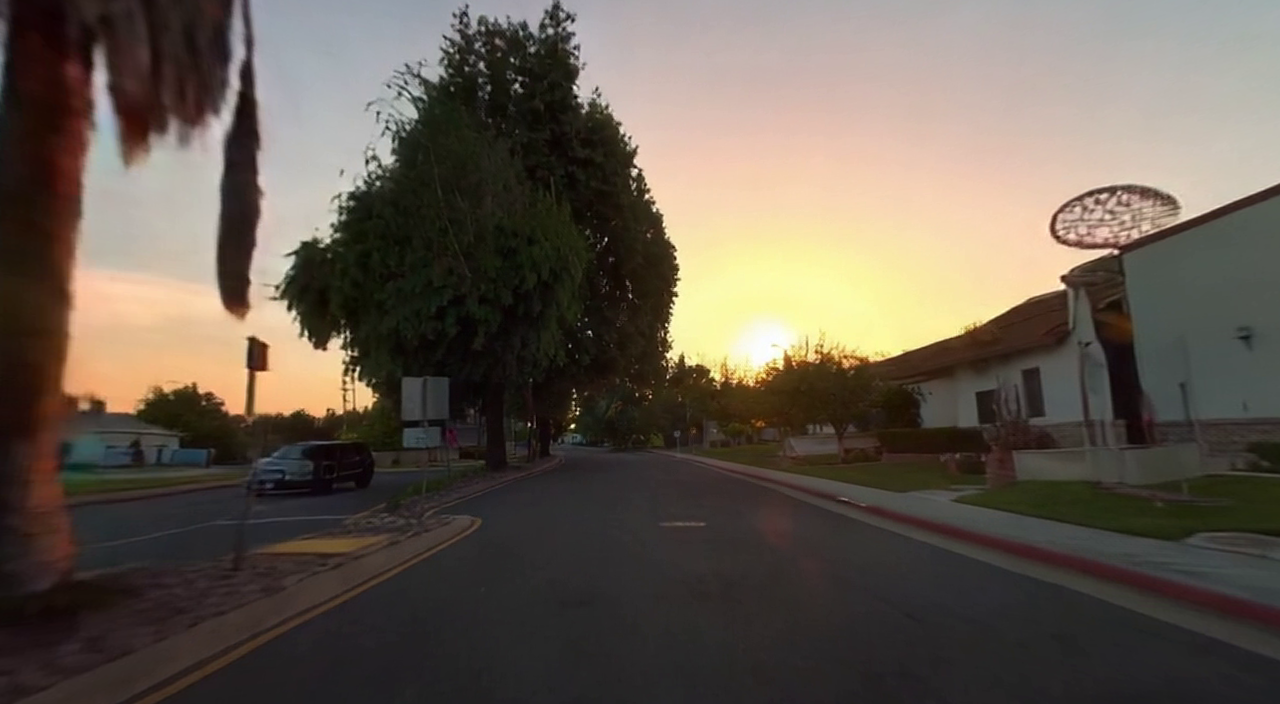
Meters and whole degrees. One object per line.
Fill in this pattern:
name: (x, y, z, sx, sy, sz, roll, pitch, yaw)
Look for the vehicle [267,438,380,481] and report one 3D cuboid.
vehicle: (-14.991, 5.070, 29.952, 4.651, 1.863, 2.174, -4, -9, 23)
